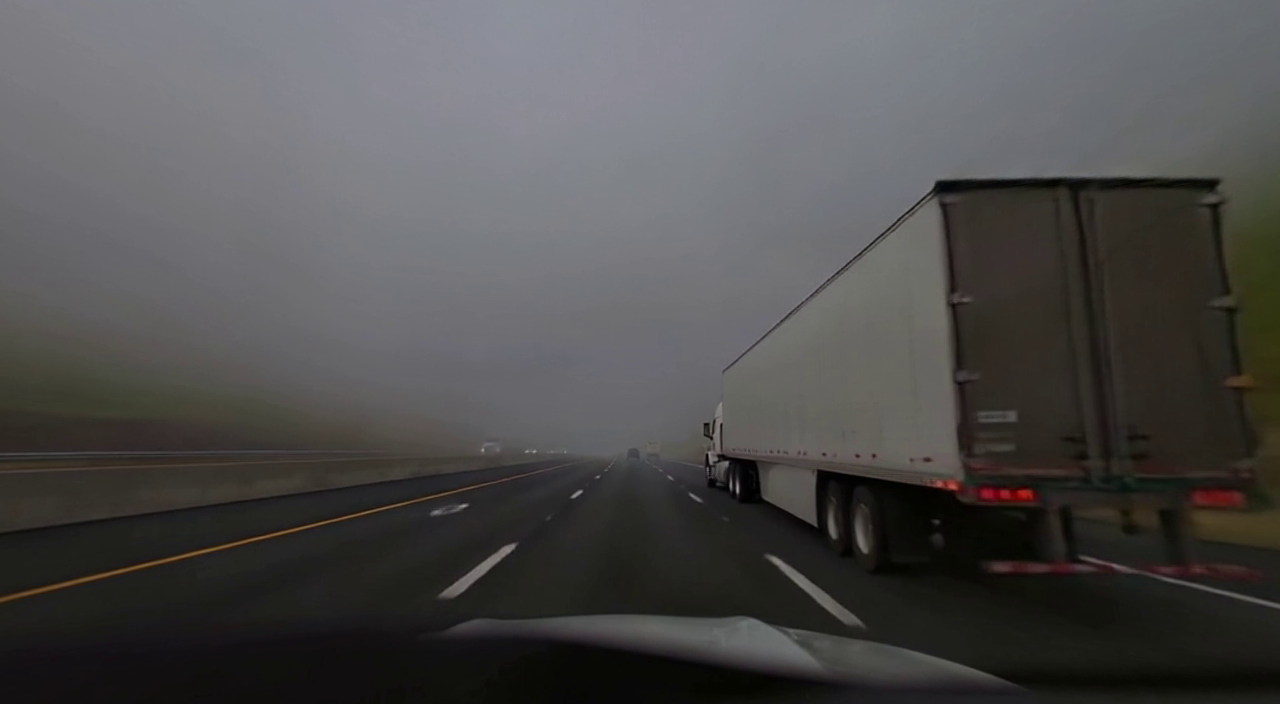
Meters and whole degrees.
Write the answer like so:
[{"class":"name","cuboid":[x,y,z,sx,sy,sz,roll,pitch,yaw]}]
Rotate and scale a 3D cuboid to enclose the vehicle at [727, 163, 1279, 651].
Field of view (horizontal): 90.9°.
[{"class":"vehicle","cuboid":[3.820,1.208,10.453,2.876,3.586,11.726,0,-9,-1]}]
